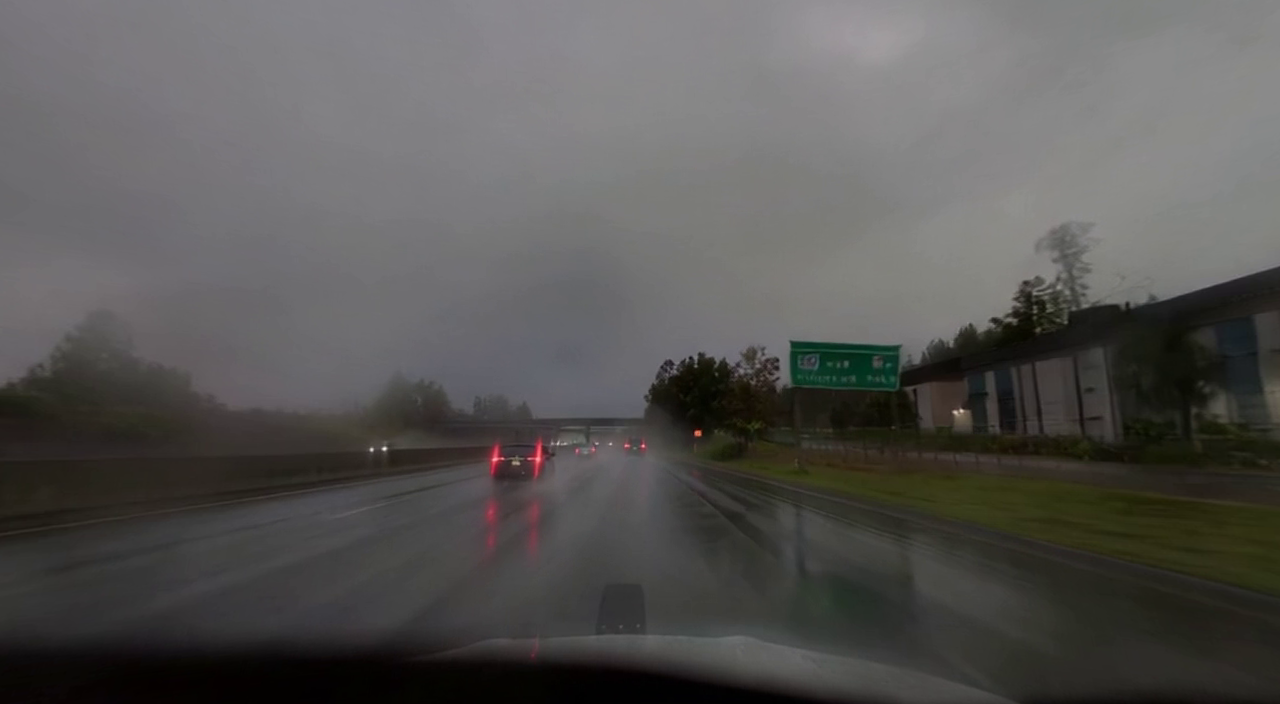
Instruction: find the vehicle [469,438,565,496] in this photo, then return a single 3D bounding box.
[{"bbox_3d":[-3.364,3.223,18.126,1.920,1.463,4.134,0,-8,0],"label":"vehicle"}]
